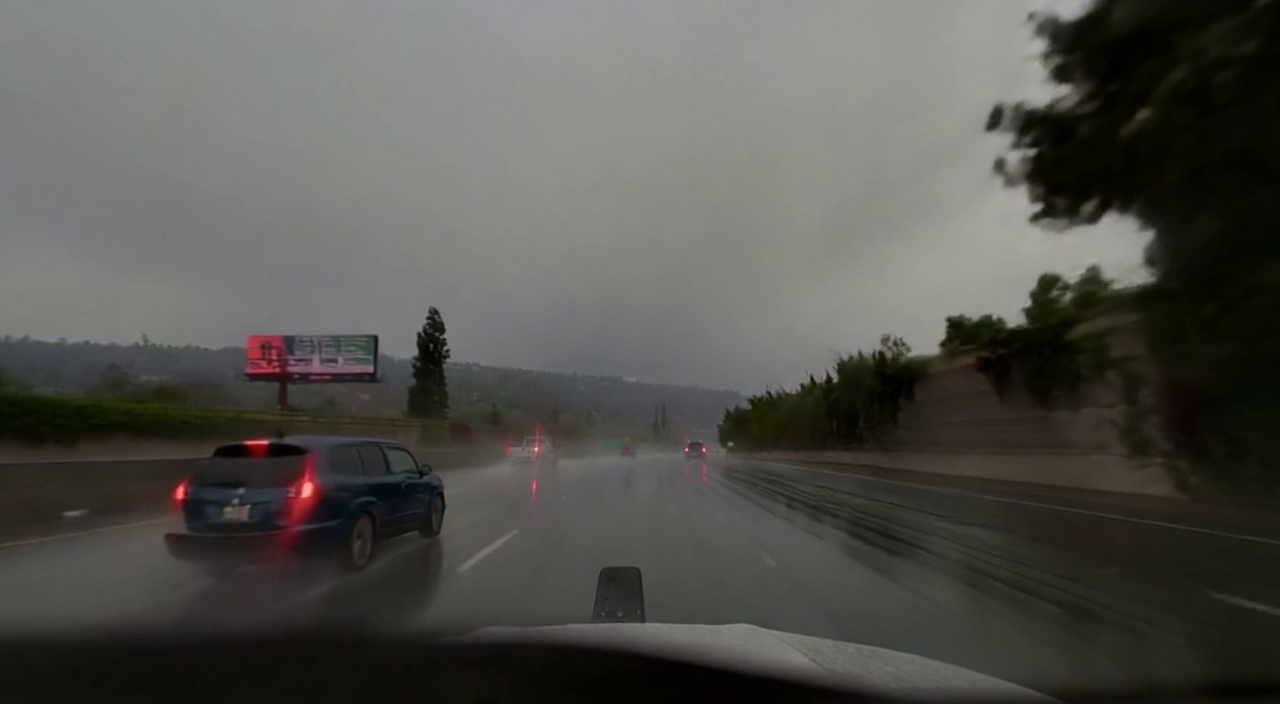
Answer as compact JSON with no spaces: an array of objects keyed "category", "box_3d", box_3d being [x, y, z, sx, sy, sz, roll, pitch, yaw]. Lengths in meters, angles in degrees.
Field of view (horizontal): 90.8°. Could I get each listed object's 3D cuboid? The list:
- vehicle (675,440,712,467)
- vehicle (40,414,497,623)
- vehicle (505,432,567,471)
[{"category":"vehicle","box_3d":[3.717,7.153,44.570,2.211,1.814,4.404,0,-9,0]},{"category":"vehicle","box_3d":[-3.160,1.527,6.799,2.192,1.482,4.454,0,-9,0]},{"category":"vehicle","box_3d":[-5.996,5.859,37.287,2.383,2.048,5.875,0,-9,3]}]
